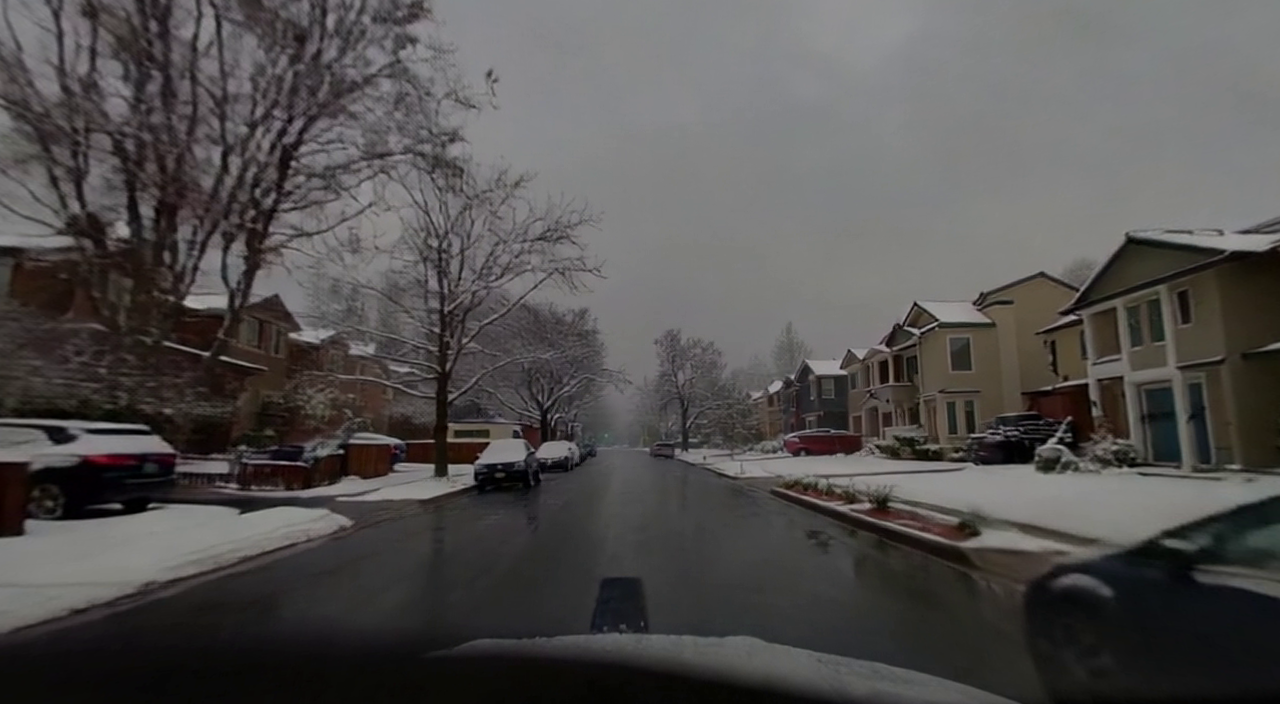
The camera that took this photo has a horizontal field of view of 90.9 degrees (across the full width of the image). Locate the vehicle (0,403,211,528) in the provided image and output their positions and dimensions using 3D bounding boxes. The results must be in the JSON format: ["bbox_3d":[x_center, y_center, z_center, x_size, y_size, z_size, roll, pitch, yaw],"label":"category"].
[{"bbox_3d":[-9.782,1.744,9.985,4.480,1.740,1.988,0,-8,2],"label":"vehicle"}]

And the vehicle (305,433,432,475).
[{"bbox_3d":[-11.296,4.268,26.516,4.414,1.658,1.988,0,-8,-2],"label":"vehicle"}]

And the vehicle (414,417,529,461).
[{"bbox_3d":[-11.040,5.782,41.949,6.780,2.770,2.970,0,-8,0],"label":"vehicle"}]

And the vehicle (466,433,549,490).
[{"bbox_3d":[-4.289,3.654,21.159,1.974,1.664,4.539,0,-9,-3],"label":"vehicle"}]

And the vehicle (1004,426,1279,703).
[{"bbox_3d":[3.145,0.857,1.387,1.996,1.409,4.446,0,-8,-1],"label":"vehicle"}]
